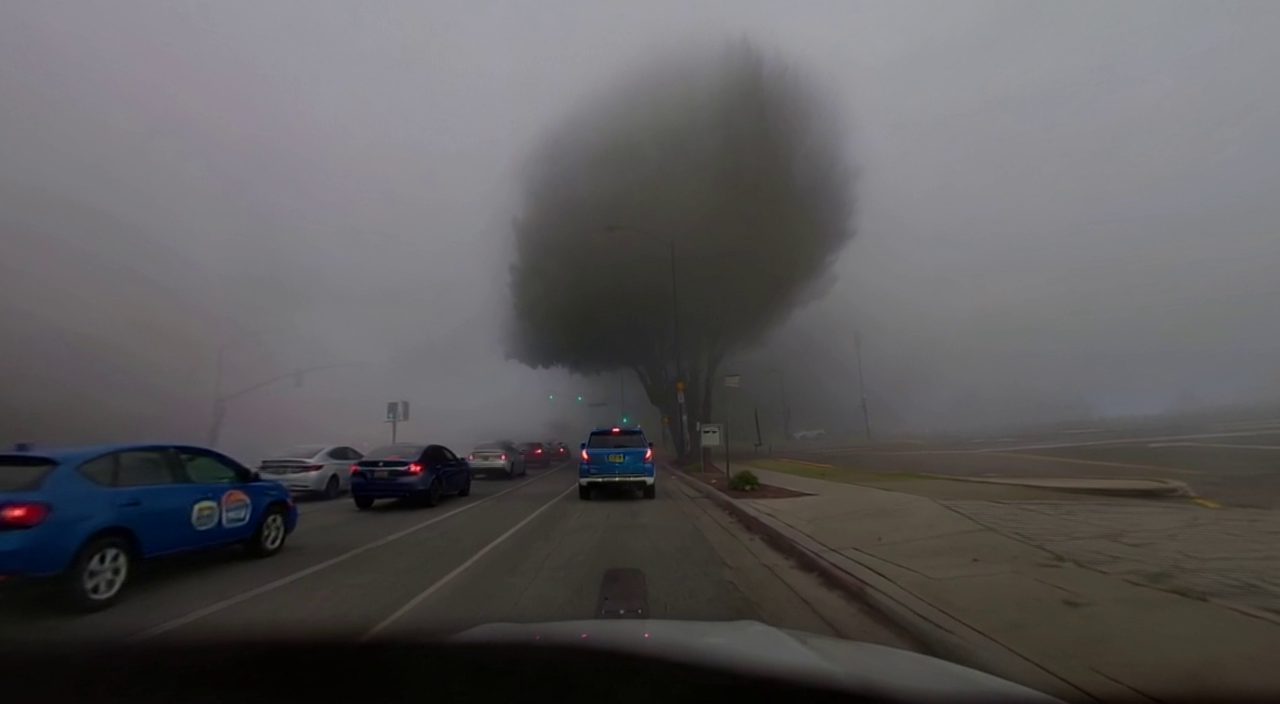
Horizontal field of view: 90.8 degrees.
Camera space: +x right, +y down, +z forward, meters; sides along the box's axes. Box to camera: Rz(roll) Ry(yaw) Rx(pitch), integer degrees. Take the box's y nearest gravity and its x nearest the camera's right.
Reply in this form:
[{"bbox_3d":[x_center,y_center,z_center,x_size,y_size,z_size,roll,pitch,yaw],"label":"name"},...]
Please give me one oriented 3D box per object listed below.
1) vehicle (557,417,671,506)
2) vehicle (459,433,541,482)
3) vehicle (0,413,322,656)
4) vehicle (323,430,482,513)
[{"bbox_3d":[-0.601,2.591,15.300,2.368,1.829,4.293,0,-9,-2],"label":"vehicle"},{"bbox_3d":[-5.449,4.169,25.220,2.188,1.774,4.477,0,-8,1],"label":"vehicle"},{"bbox_3d":[-5.305,1.535,6.354,2.069,1.616,4.108,0,-9,0],"label":"vehicle"},{"bbox_3d":[-5.435,2.787,15.228,2.010,1.674,4.484,0,-9,1],"label":"vehicle"}]
